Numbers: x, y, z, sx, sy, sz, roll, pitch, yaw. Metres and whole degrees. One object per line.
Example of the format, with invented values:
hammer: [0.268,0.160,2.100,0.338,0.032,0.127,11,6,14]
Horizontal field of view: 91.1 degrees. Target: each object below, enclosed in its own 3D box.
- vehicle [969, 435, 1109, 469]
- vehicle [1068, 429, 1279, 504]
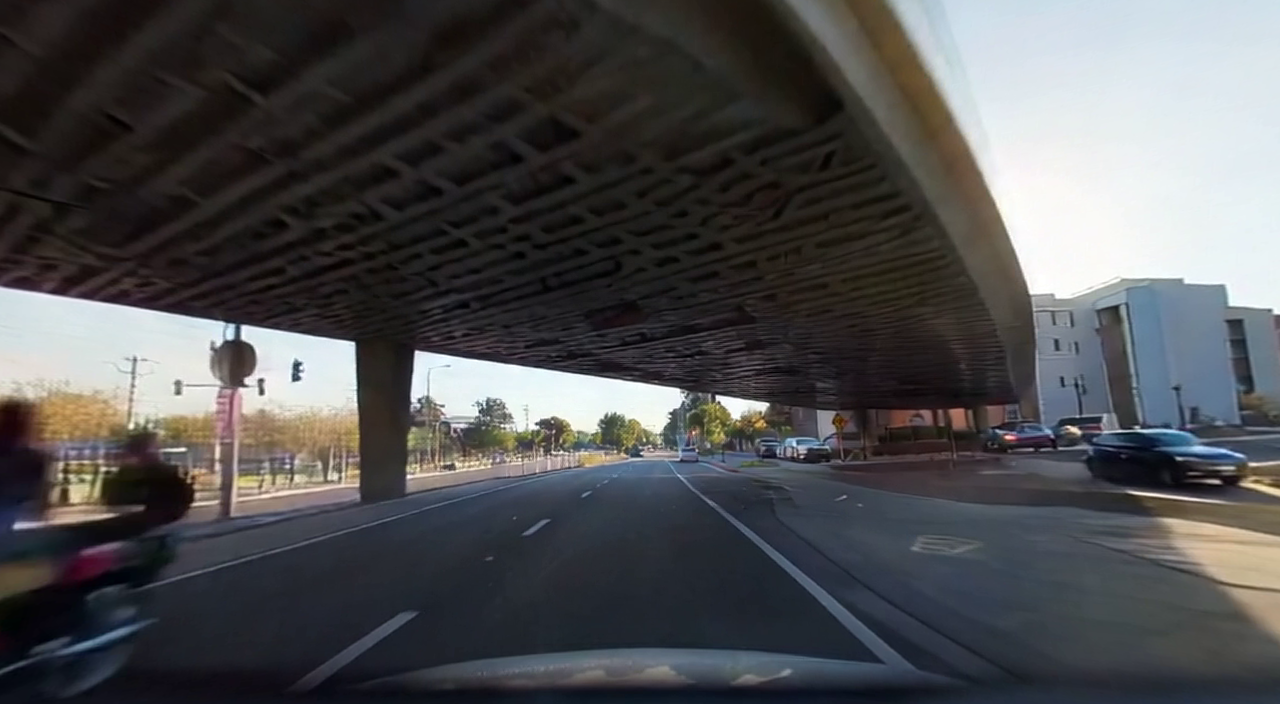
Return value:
vehicle: [17.295,4.352,27.380,4.647,1.421,2.050,-1,-8,2]
vehicle: [14.411,2.878,16.429,2.078,1.523,4.760,2,-6,-34]
